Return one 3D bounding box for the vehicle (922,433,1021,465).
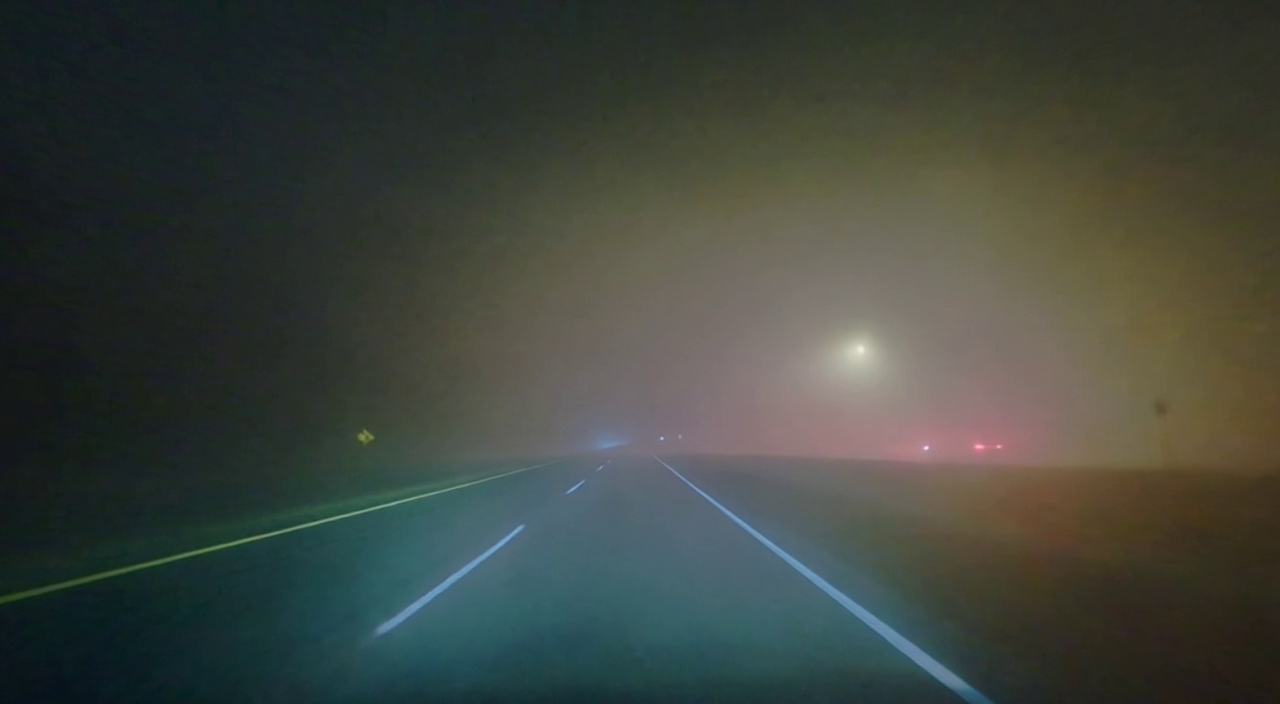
[{"bbox_3d":[21.265,6.231,40.672,2.328,1.916,5.227,3,-9,-23],"label":"vehicle"}]
